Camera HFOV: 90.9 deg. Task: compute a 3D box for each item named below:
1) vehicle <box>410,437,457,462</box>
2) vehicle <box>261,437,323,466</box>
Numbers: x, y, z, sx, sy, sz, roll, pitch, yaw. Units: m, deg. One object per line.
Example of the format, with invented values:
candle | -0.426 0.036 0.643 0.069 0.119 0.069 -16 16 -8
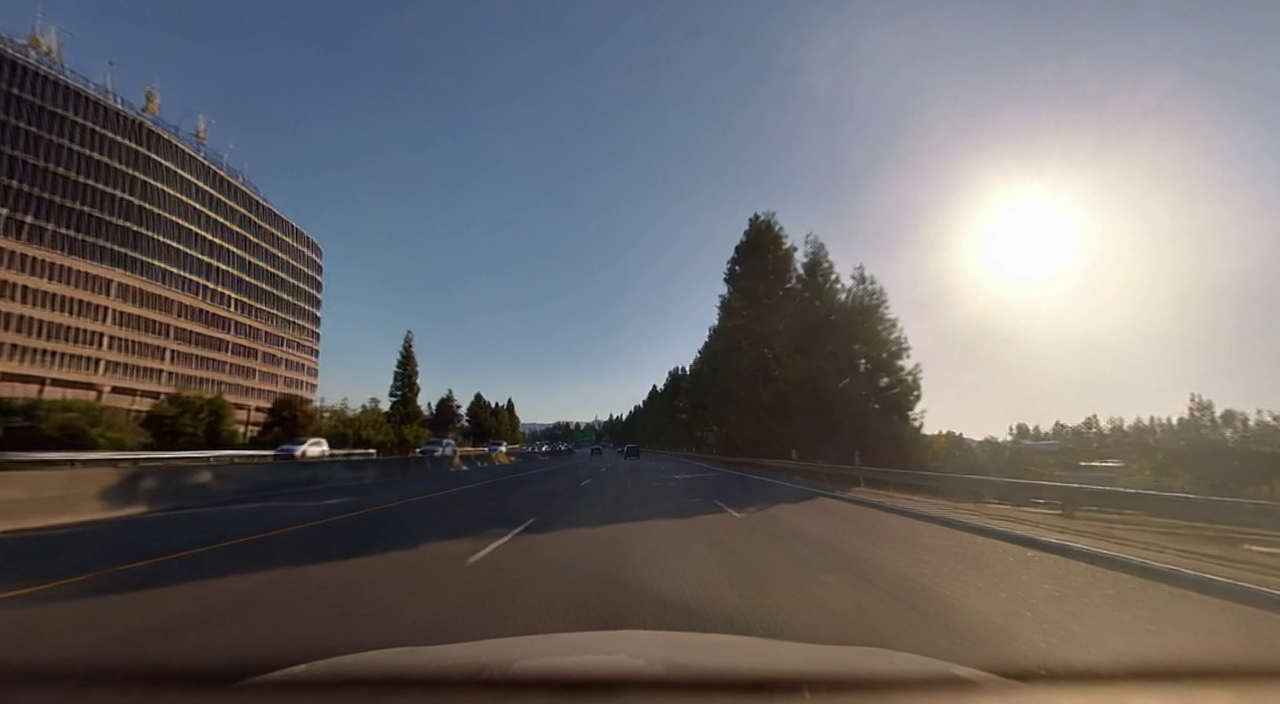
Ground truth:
vehicle | -14.792 7.003 45.309 1.922 1.655 4.410 0 -9 -1
vehicle | -22.369 6.398 40.671 1.746 1.777 4.125 0 -9 -2
